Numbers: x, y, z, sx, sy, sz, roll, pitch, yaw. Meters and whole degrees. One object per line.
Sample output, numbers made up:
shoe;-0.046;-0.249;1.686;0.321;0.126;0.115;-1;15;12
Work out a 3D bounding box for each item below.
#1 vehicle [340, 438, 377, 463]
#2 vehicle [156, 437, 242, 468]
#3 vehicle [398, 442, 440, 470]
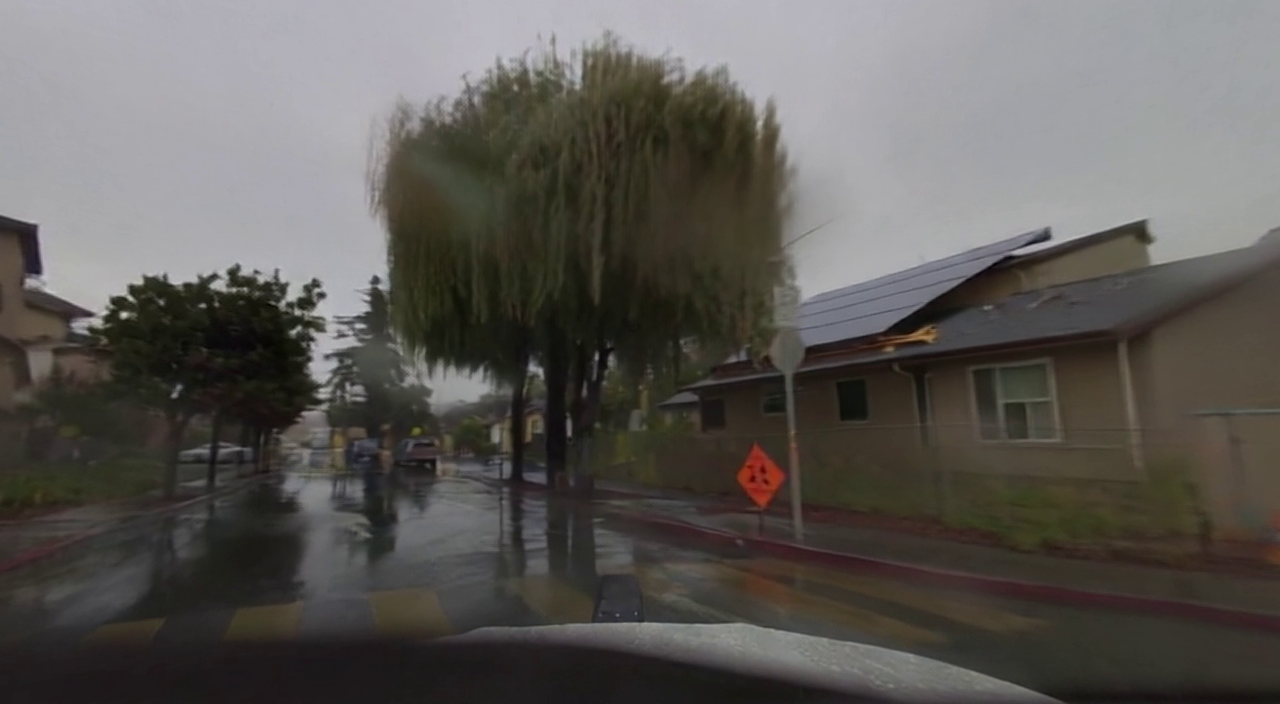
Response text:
vehicle;-20.596;7.197;46.279;2.050;1.742;4.197;3;-8;-19
vehicle;-29.317;6.717;42.007;4.205;1.745;2.121;1;-11;-19
vehicle;-12.842;5.972;36.461;1.998;1.494;3.927;3;-8;-22
